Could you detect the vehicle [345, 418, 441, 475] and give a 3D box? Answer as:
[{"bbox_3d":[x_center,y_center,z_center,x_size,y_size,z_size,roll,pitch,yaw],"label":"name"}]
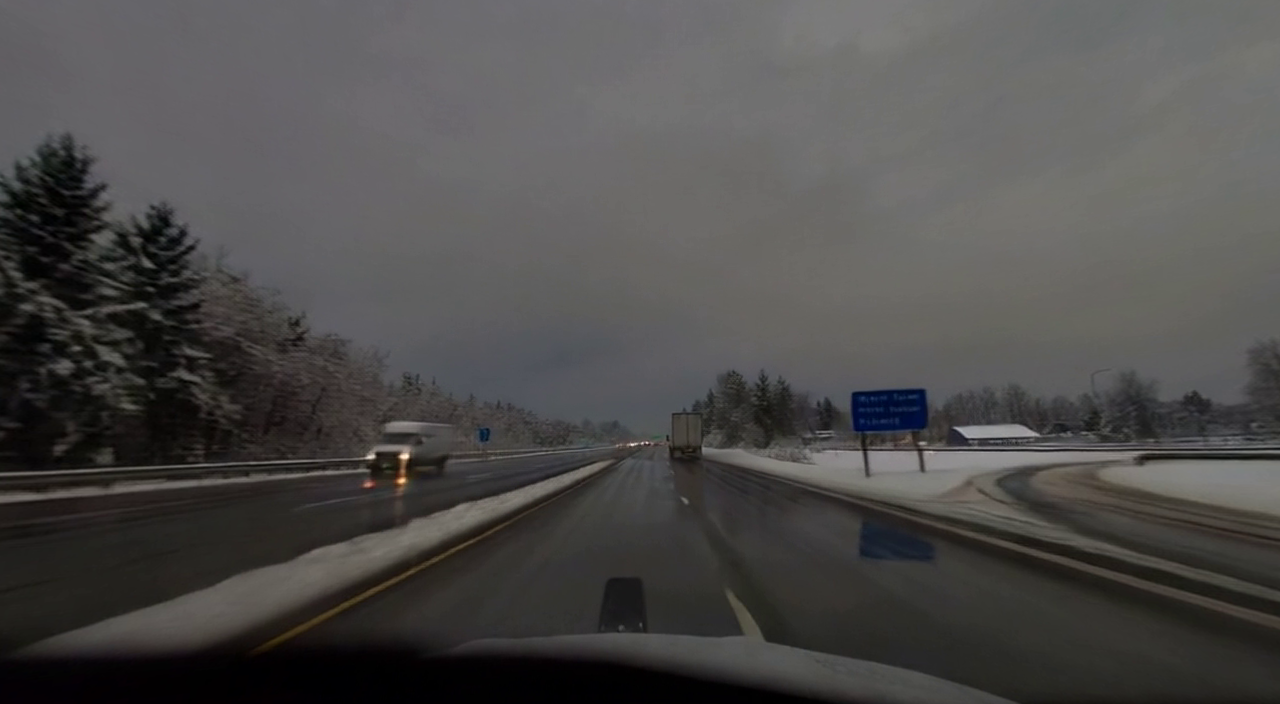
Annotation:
[{"bbox_3d":[-12.791,4.976,33.189,2.422,2.721,5.859,0,-9,2],"label":"vehicle"}]
